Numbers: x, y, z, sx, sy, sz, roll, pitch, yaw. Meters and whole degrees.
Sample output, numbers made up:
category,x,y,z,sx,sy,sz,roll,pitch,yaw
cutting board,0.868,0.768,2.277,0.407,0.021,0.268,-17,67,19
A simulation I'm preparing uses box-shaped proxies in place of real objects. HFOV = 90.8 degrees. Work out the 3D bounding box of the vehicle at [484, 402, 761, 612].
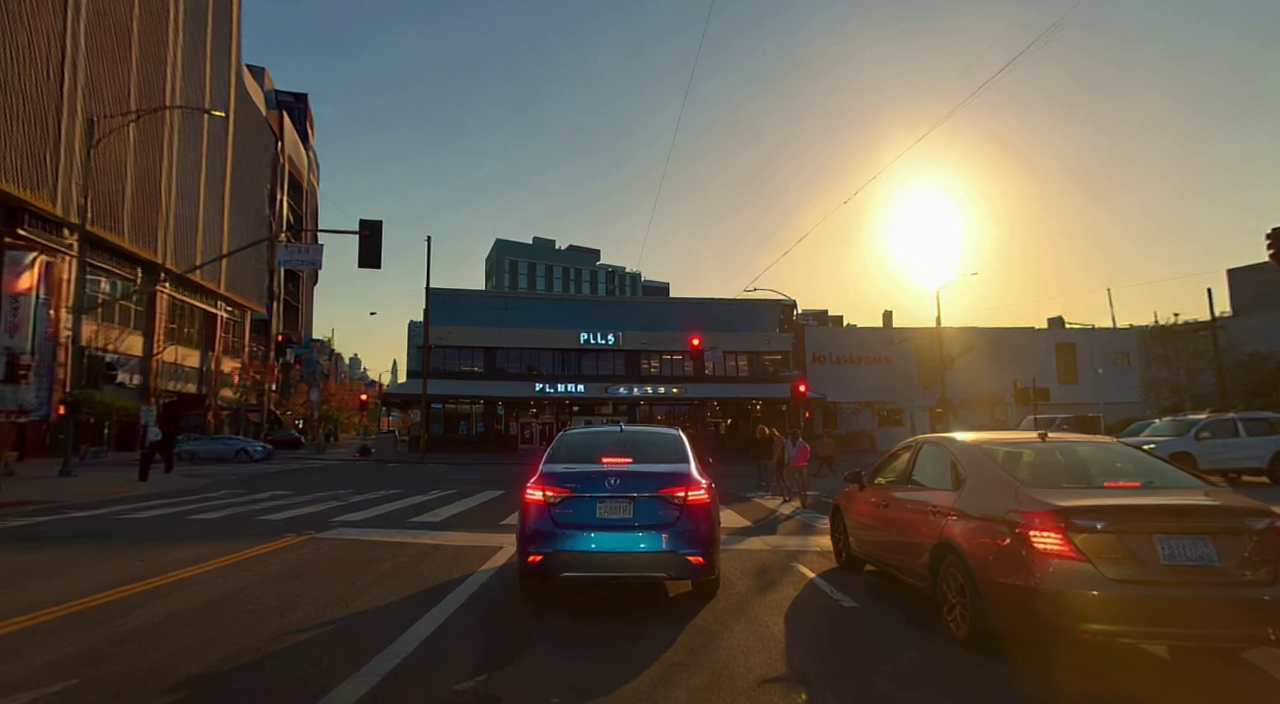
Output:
category,x,y,z,sx,sy,sz,roll,pitch,yaw
vehicle,-0.127,1.539,7.273,2.123,1.589,4.702,0,-8,0

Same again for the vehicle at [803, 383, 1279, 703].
category,x,y,z,sx,sy,sz,roll,pitch,yaw
vehicle,3.037,1.305,5.449,1.983,1.654,4.354,0,-8,-1

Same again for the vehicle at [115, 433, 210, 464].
category,x,y,z,sx,sy,sz,roll,pitch,yaw
vehicle,-25.797,5.228,34.175,4.253,1.570,2.132,-4,-9,23
